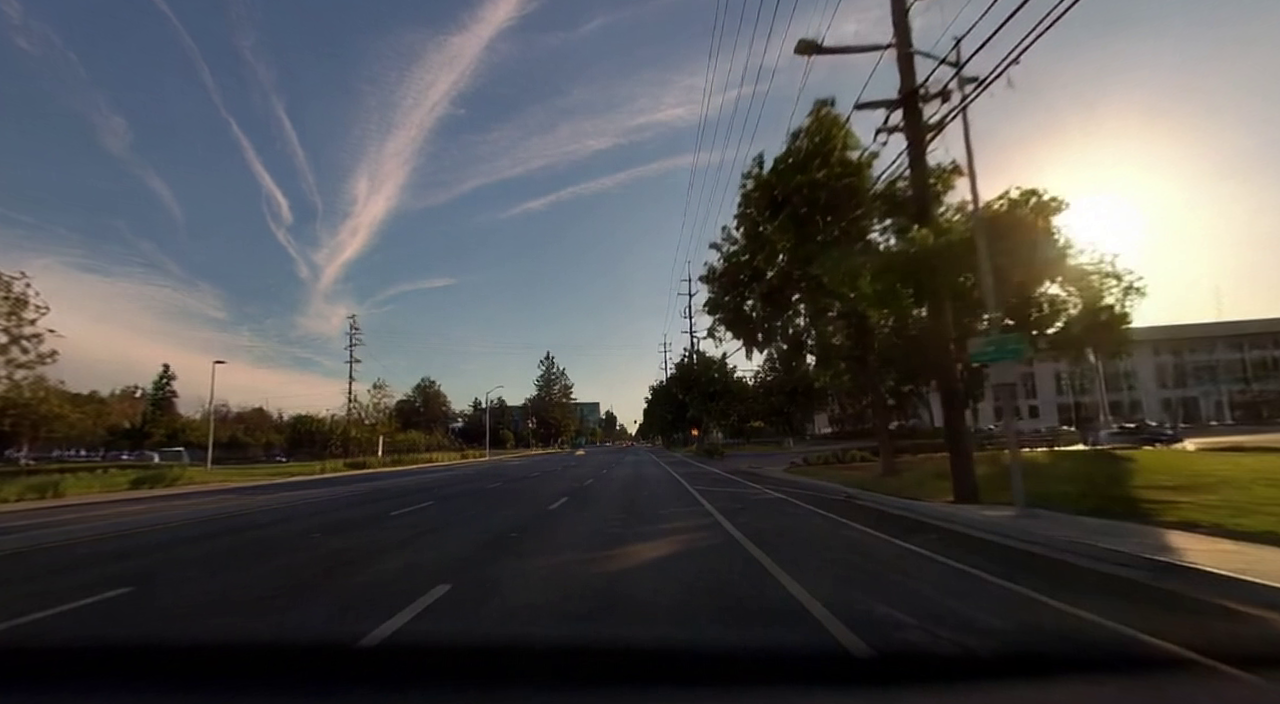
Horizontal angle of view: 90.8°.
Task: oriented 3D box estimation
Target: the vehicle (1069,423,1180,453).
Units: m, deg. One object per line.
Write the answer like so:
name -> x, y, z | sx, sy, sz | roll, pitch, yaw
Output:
vehicle -> 25.413, 4.590, 33.412 | 1.996, 1.442, 4.785 | 0, -8, -2
